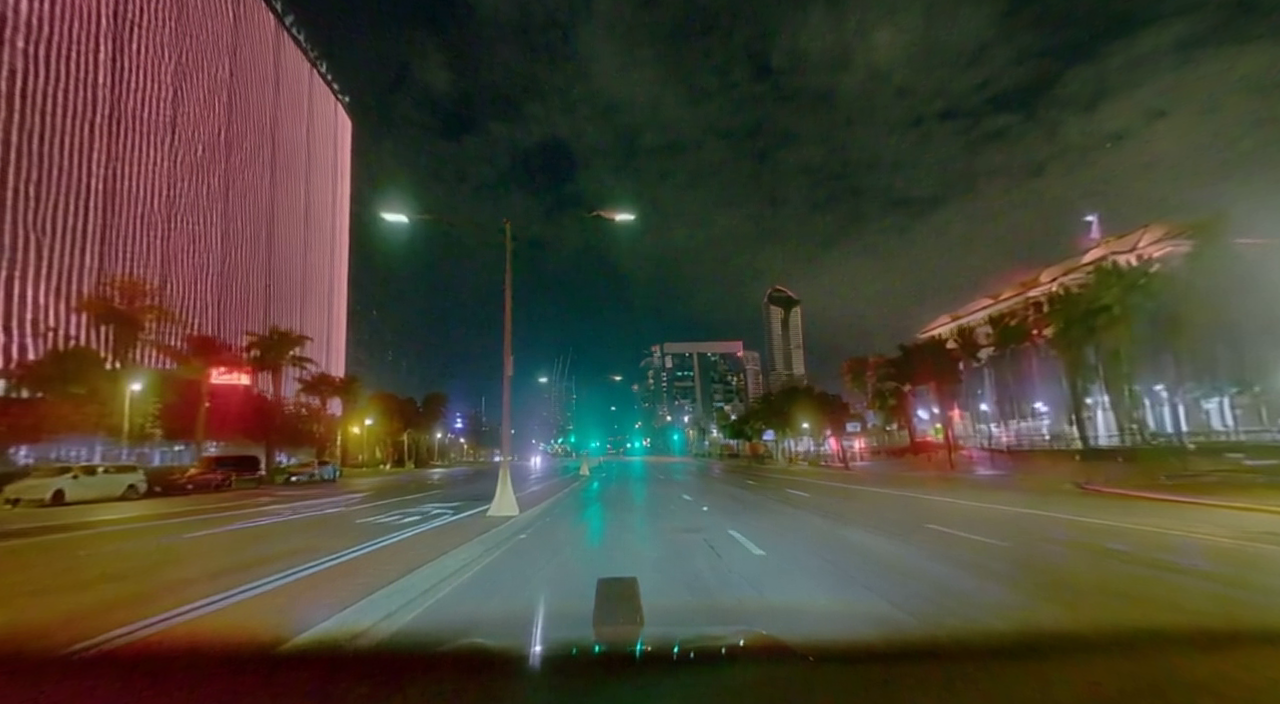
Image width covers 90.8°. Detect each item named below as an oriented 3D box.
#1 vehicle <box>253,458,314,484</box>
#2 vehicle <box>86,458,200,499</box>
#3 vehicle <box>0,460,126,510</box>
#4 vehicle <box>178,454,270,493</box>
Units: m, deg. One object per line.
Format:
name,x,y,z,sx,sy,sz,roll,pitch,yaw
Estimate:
vehicle,-26.533,8.855,47.155,1.972,1.729,4.782,0,-9,-3
vehicle,-25.660,6.527,32.925,2.136,1.843,5.019,0,-9,-4
vehicle,-25.281,5.604,27.156,2.099,1.814,5.092,0,-9,-1
vehicle,-25.614,7.435,39.189,2.291,2.040,5.186,-3,-8,-1
